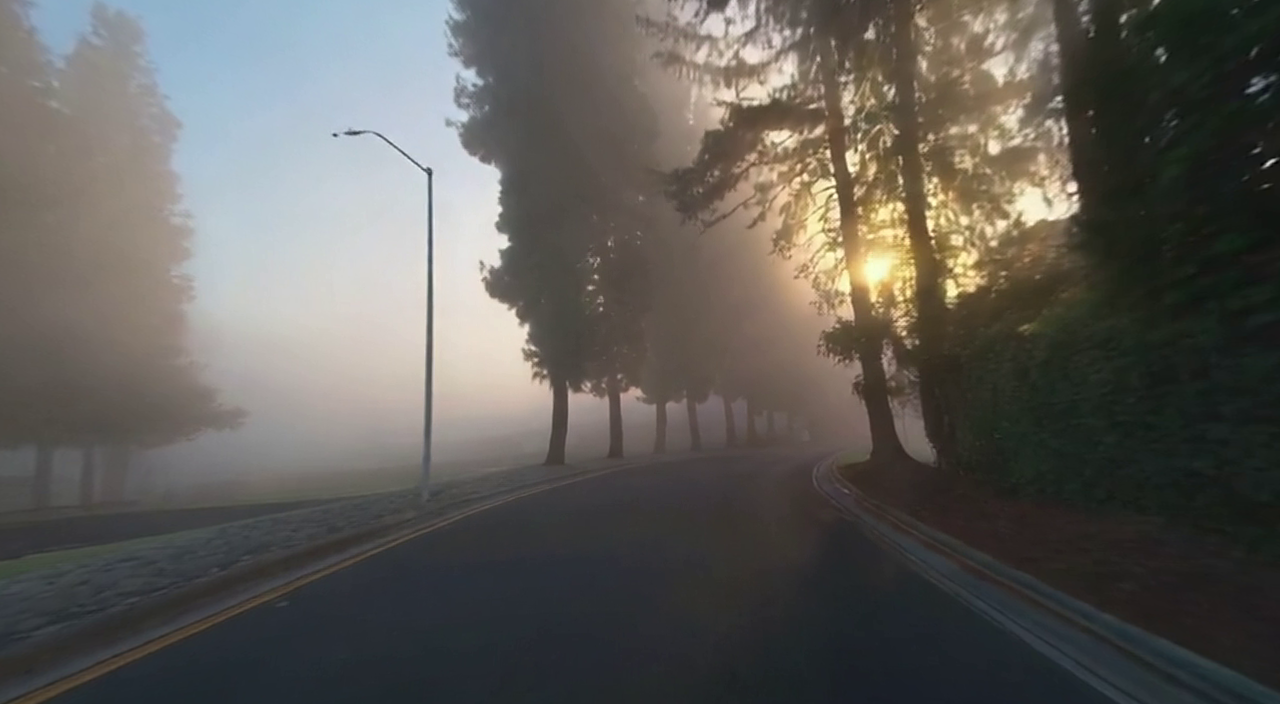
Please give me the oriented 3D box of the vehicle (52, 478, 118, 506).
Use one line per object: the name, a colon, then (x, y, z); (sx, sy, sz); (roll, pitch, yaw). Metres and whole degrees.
vehicle: (-43.137, 10.862, 49.049); (1.978, 1.724, 4.458); (2, -9, -15)
